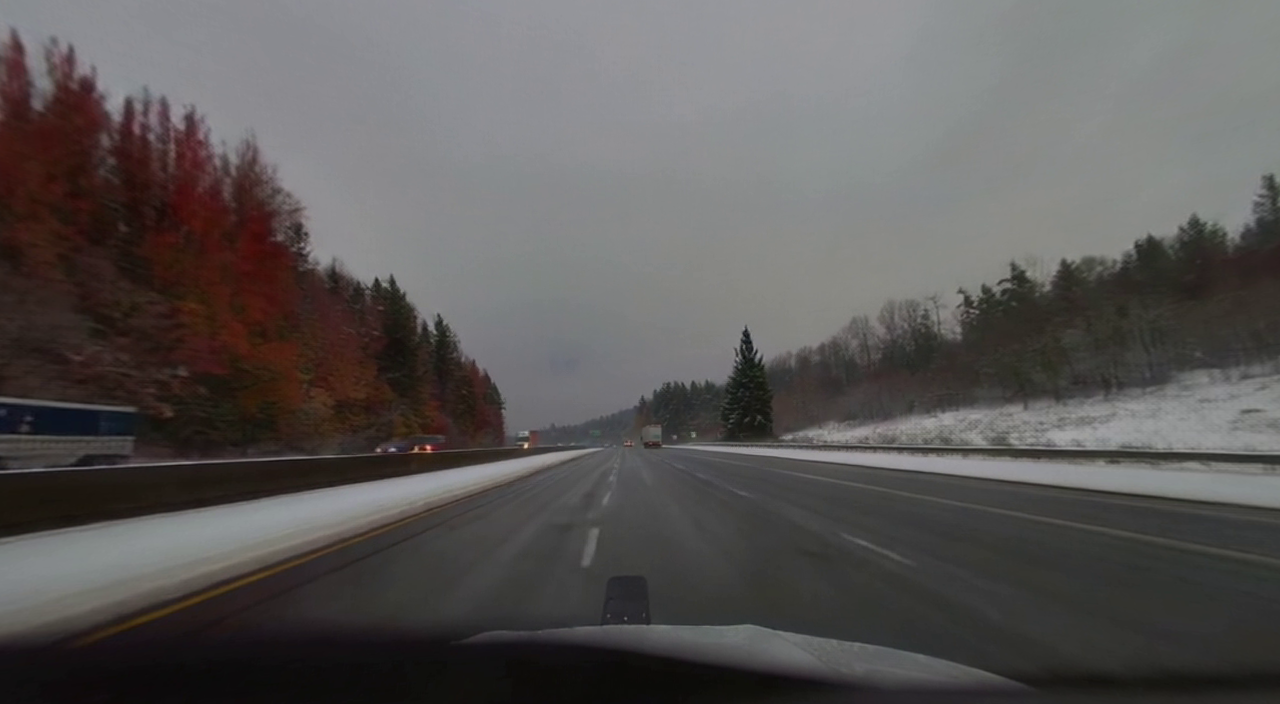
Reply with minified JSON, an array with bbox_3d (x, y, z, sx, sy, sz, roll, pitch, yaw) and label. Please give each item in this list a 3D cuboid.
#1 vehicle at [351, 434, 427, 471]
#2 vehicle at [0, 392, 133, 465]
[{"bbox_3d":[-19.675,7.925,49.954,2.774,2.605,8.096,0,-8,-1],"label":"vehicle"},{"bbox_3d":[-36.229,4.406,35.572,2.871,3.899,16.049,-1,-9,-4],"label":"vehicle"}]
